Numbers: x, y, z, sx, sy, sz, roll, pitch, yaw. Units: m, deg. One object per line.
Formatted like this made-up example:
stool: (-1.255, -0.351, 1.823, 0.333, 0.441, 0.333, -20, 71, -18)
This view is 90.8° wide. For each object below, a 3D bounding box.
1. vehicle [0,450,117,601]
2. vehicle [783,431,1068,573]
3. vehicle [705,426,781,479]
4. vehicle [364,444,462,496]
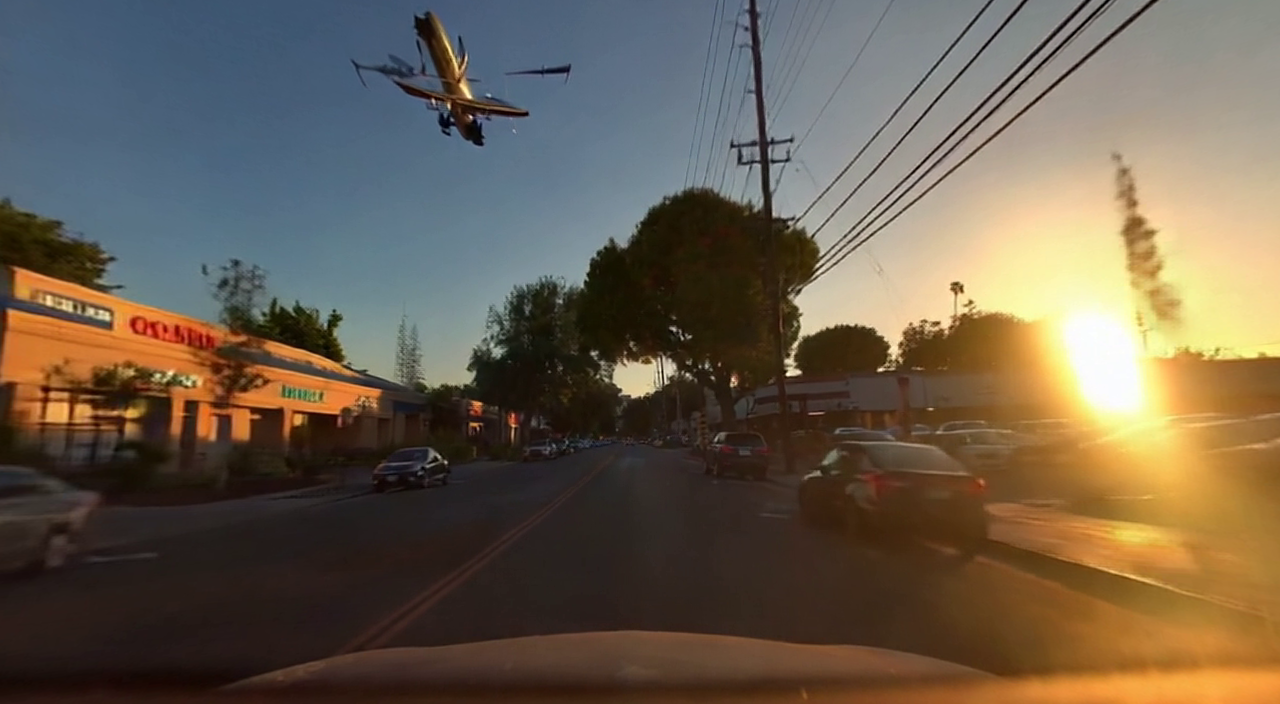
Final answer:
vehicle: (-7.720, 1.844, 6.170, 1.787, 1.543, 4.052, -3, -7, 0)
vehicle: (3.648, 1.978, 9.279, 1.990, 1.521, 4.693, 0, -8, 0)
vehicle: (4.002, 3.997, 25.418, 2.080, 1.893, 4.699, 0, -8, -3)
vehicle: (-7.802, 4.045, 22.147, 1.872, 1.455, 4.350, -4, -8, -1)
